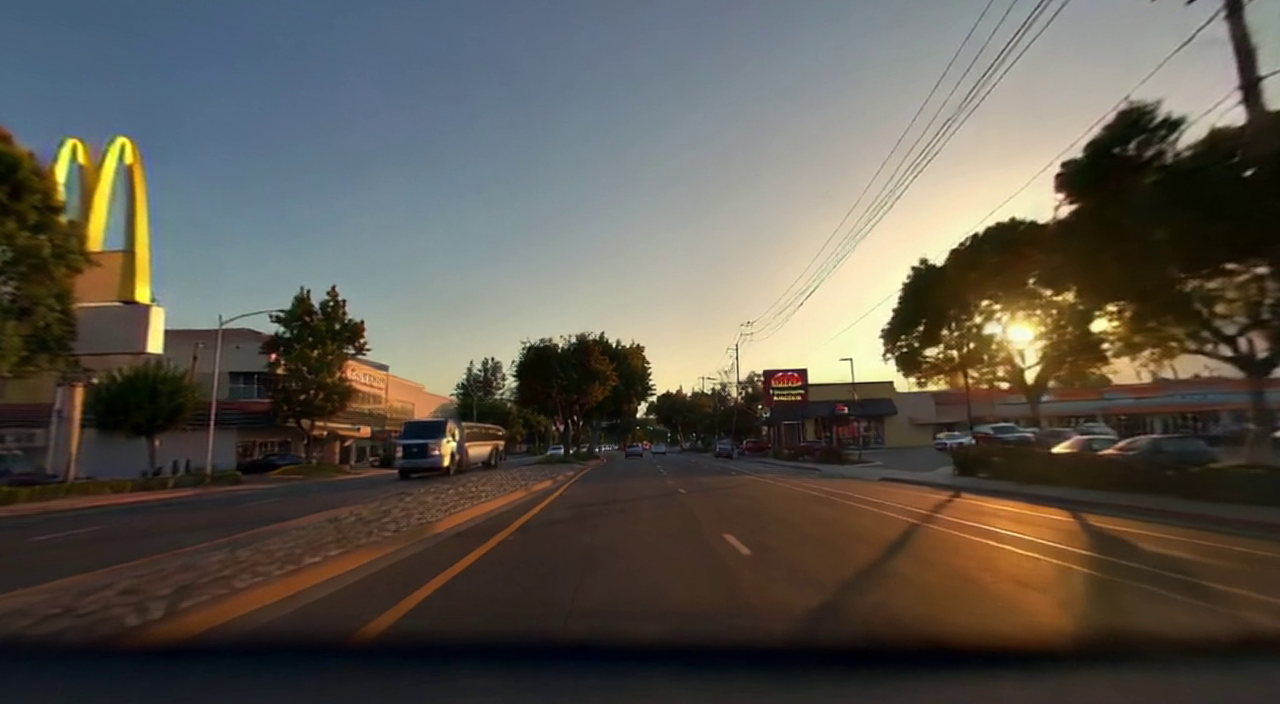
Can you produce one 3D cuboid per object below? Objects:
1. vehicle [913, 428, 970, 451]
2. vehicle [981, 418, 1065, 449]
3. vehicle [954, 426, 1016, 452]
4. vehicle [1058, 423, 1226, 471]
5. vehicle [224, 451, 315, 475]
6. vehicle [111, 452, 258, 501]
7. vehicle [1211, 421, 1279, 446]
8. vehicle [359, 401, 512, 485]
[{"bbox_3d":[22.958,6.756,48.367,2.113,1.582,4.559,-1,-9,0],"label":"vehicle"},{"bbox_3d":[28.431,6.158,47.198,2.346,2.093,6.071,-1,-8,-1],"label":"vehicle"},{"bbox_3d":[25.413,6.443,46.699,2.012,1.772,4.458,-1,-9,0],"label":"vehicle"},{"bbox_3d":[17.843,3.411,22.633,4.264,1.428,1.822,-4,-10,5],"label":"vehicle"},{"bbox_3d":[-29.048,8.733,49.618,5.699,1.782,2.271,-1,-9,2],"label":"vehicle"},{"bbox_3d":[-17.340,4.718,24.423,2.091,1.656,4.626,-1,-9,3],"label":"vehicle"},{"bbox_3d":[41.405,5.474,42.210,2.066,1.575,4.483,0,-9,-3],"label":"vehicle"},{"bbox_3d":[-9.066,4.412,30.486,3.241,3.133,12.822,0,-9,-1],"label":"vehicle"}]
